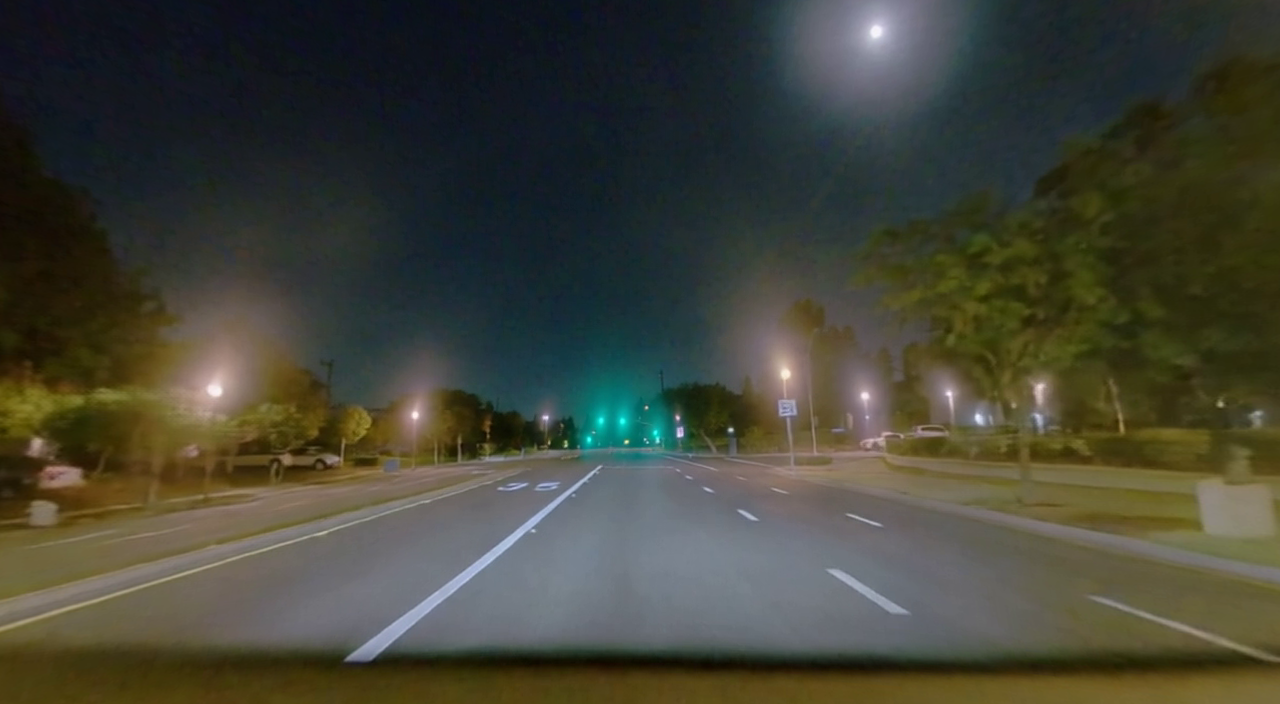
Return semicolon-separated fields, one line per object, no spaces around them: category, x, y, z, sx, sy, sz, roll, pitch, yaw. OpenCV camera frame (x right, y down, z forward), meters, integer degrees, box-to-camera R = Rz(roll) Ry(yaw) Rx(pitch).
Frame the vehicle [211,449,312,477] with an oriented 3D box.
vehicle;-21.374;6.271;35.780;4.495;1.472;1.833;0;-9;-1

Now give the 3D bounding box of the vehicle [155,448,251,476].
vehicle;-26.727;6.760;38.742;4.446;1.548;1.973;-1;-10;2

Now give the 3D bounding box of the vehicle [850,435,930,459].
vehicle;19.034;7.283;48.223;5.172;1.468;1.964;-3;-10;-2
